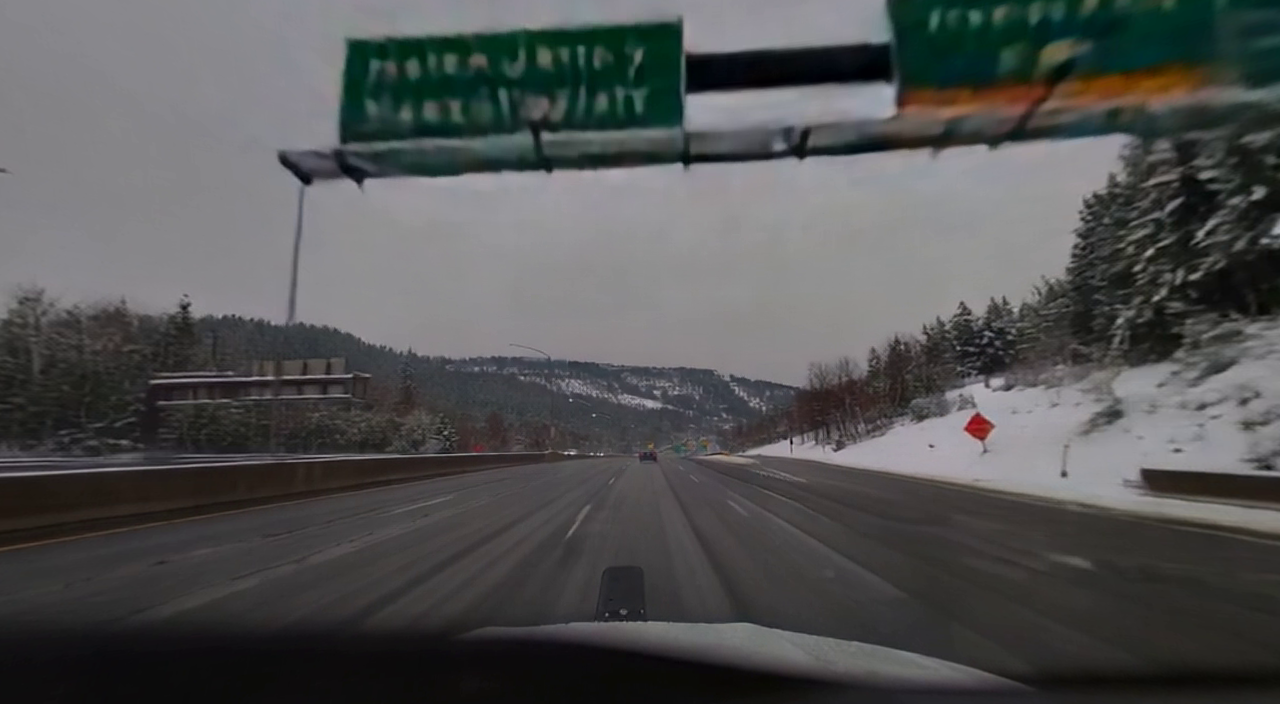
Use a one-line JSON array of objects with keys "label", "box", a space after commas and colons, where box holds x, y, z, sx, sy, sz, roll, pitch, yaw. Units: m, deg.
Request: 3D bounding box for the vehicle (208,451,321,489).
[{"label": "vehicle", "box": [-17.019, 5.348, 28.949, 2.182, 1.522, 4.761, 0, -8, 1]}]

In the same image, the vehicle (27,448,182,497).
[{"label": "vehicle", "box": [-20.550, 4.599, 24.515, 2.034, 1.668, 4.457, 0, -8, 1]}]
